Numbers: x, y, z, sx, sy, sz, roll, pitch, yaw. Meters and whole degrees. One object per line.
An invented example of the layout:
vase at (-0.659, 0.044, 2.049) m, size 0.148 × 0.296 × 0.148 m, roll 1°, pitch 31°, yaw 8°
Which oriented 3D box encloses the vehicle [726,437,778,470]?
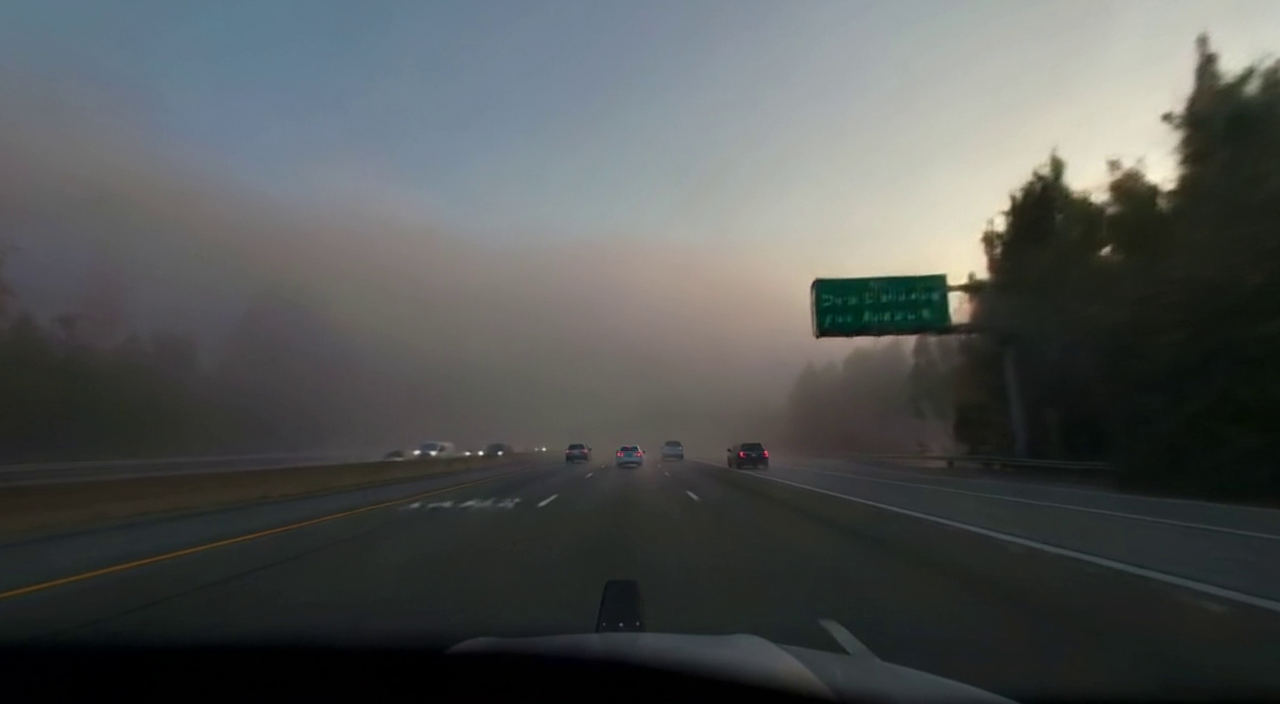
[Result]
vehicle at (5.758, 5.290, 33.040) m, size 1.936 × 1.625 × 3.991 m, roll 0°, pitch -9°, yaw -1°

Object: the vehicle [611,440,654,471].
vehicle at (-0.391, 5.275, 32.360) m, size 2.075 × 1.486 × 4.007 m, roll 0°, pitch -8°, yaw -1°

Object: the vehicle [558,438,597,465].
vehicle at (-4.218, 6.819, 43.367) m, size 2.113 × 1.756 × 4.471 m, roll 0°, pitch -9°, yaw 1°
